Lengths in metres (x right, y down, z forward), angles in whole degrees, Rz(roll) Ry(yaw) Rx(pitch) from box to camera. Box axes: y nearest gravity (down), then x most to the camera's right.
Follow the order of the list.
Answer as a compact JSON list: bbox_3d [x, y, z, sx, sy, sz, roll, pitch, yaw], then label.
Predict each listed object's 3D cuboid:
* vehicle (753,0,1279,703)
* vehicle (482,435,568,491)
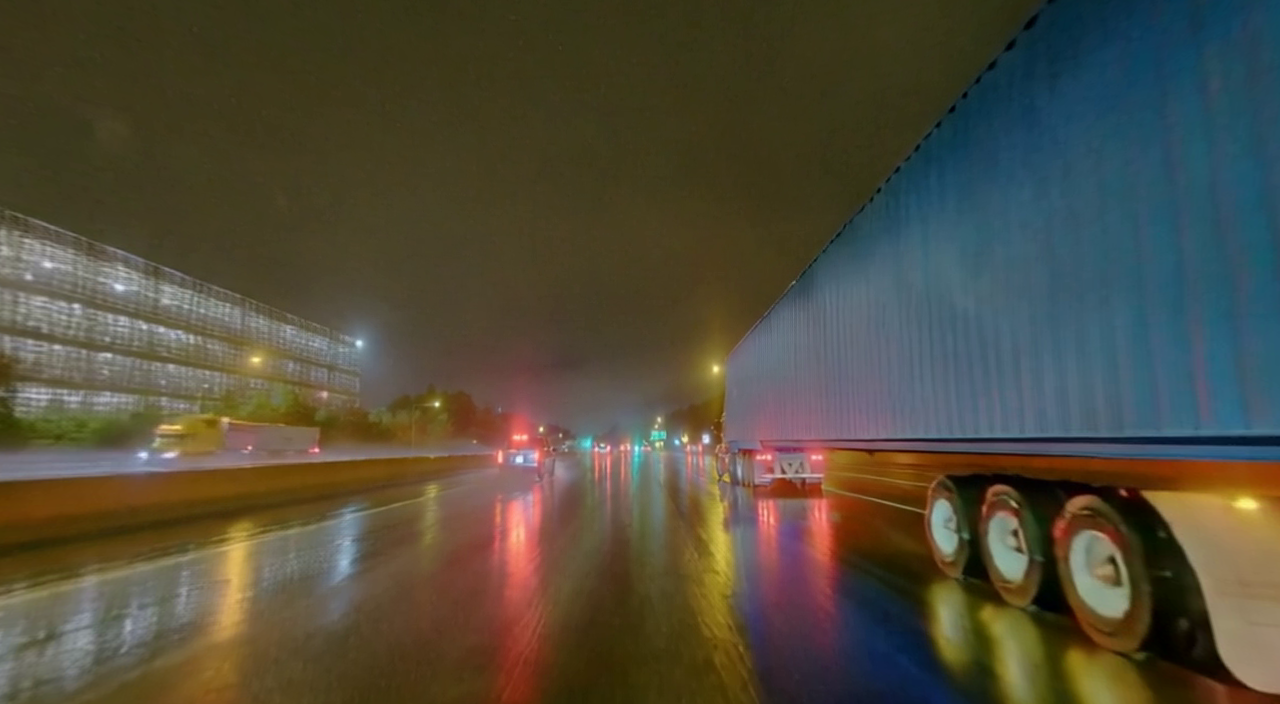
[{"bbox_3d":[4.068,0.410,8.214,2.893,3.992,13.605,0,-9,1],"label":"vehicle"},{"bbox_3d":[-3.475,3.448,19.817,1.954,1.528,4.010,0,-9,0],"label":"vehicle"}]
